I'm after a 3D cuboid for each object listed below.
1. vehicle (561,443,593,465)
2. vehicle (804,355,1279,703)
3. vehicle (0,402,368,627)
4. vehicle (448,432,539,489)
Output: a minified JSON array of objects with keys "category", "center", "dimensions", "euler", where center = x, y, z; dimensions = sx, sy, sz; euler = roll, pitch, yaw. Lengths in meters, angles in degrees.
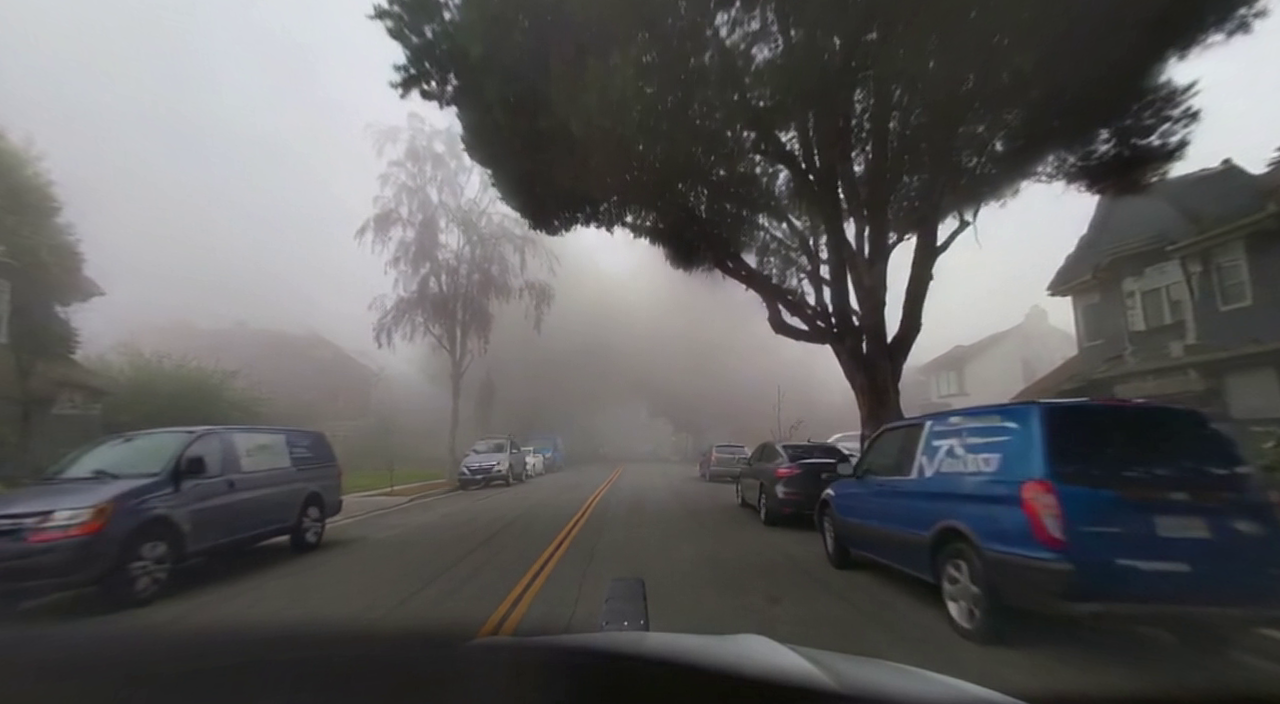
[{"category":"vehicle","center":[-4.805,7.887,48.871],"dimensions":[2.038,1.571,4.524],"euler":[0,-8,-1]},{"category":"vehicle","center":[3.219,1.283,5.672],"dimensions":[2.059,1.824,5.045],"euler":[0,-8,-1]},{"category":"vehicle","center":[-5.388,1.661,7.549],"dimensions":[2.163,1.818,4.697],"euler":[0,-8,0]},{"category":"vehicle","center":[-5.209,3.928,23.137],"dimensions":[2.090,1.855,4.494],"euler":[0,-8,2]}]
